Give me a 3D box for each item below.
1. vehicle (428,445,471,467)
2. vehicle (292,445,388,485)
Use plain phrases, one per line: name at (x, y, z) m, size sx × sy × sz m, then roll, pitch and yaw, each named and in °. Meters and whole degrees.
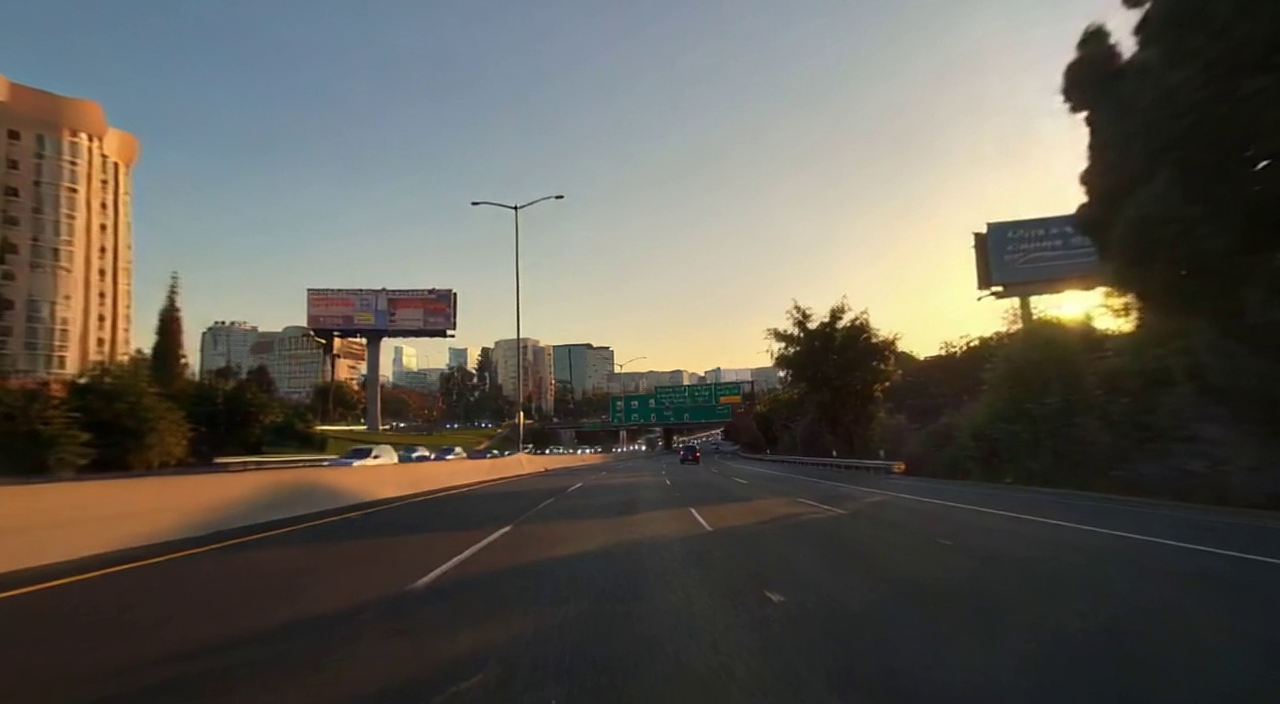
vehicle at (-14.968, 8.181, 49.874) m, size 1.867 × 1.588 × 4.237 m, roll -1°, pitch -9°, yaw 2°
vehicle at (-12.188, 4.586, 25.986) m, size 1.880 × 1.469 × 4.087 m, roll 0°, pitch -9°, yaw 1°
